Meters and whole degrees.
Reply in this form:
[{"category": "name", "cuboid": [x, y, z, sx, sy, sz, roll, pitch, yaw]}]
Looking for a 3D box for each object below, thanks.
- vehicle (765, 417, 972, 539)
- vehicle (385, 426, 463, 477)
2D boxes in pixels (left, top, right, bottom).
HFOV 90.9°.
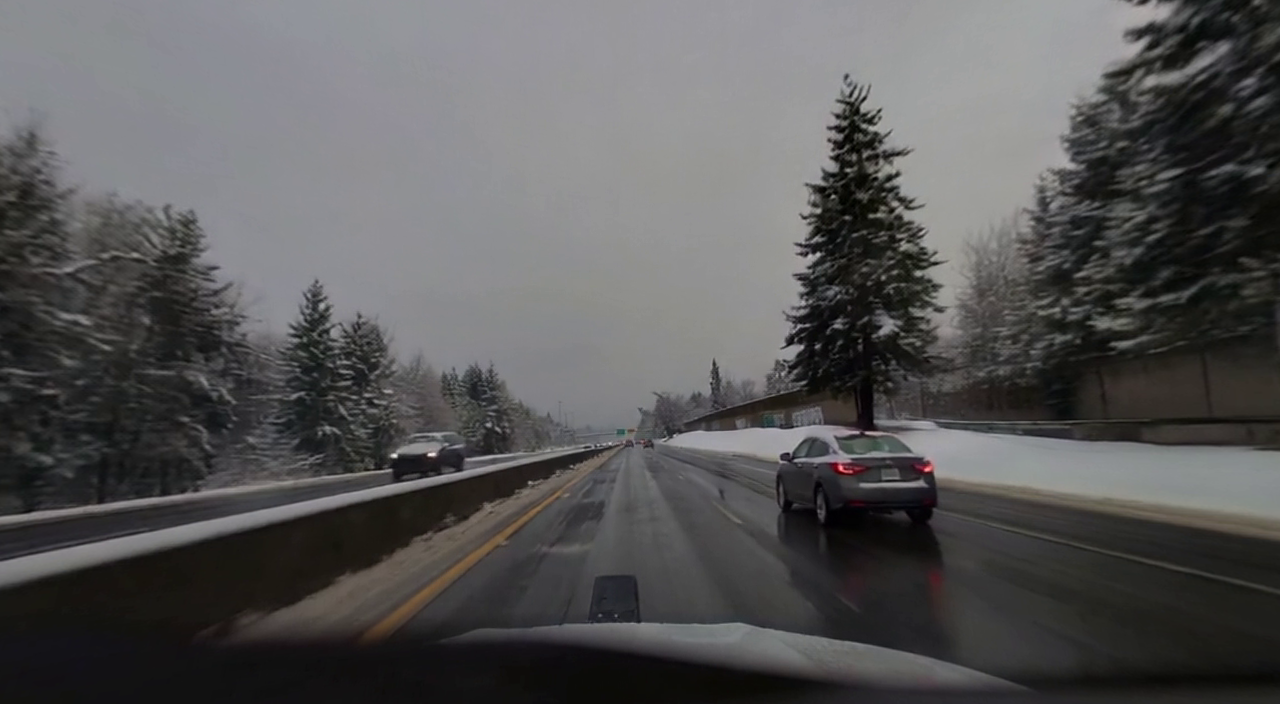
[{"category": "vehicle", "cuboid": [3.327, 1.881, 10.029, 1.841, 1.556, 3.618, 0, -8, -1]}, {"category": "vehicle", "cuboid": [-11.791, 5.444, 34.960, 2.406, 2.526, 5.787, 0, -8, -2]}]
